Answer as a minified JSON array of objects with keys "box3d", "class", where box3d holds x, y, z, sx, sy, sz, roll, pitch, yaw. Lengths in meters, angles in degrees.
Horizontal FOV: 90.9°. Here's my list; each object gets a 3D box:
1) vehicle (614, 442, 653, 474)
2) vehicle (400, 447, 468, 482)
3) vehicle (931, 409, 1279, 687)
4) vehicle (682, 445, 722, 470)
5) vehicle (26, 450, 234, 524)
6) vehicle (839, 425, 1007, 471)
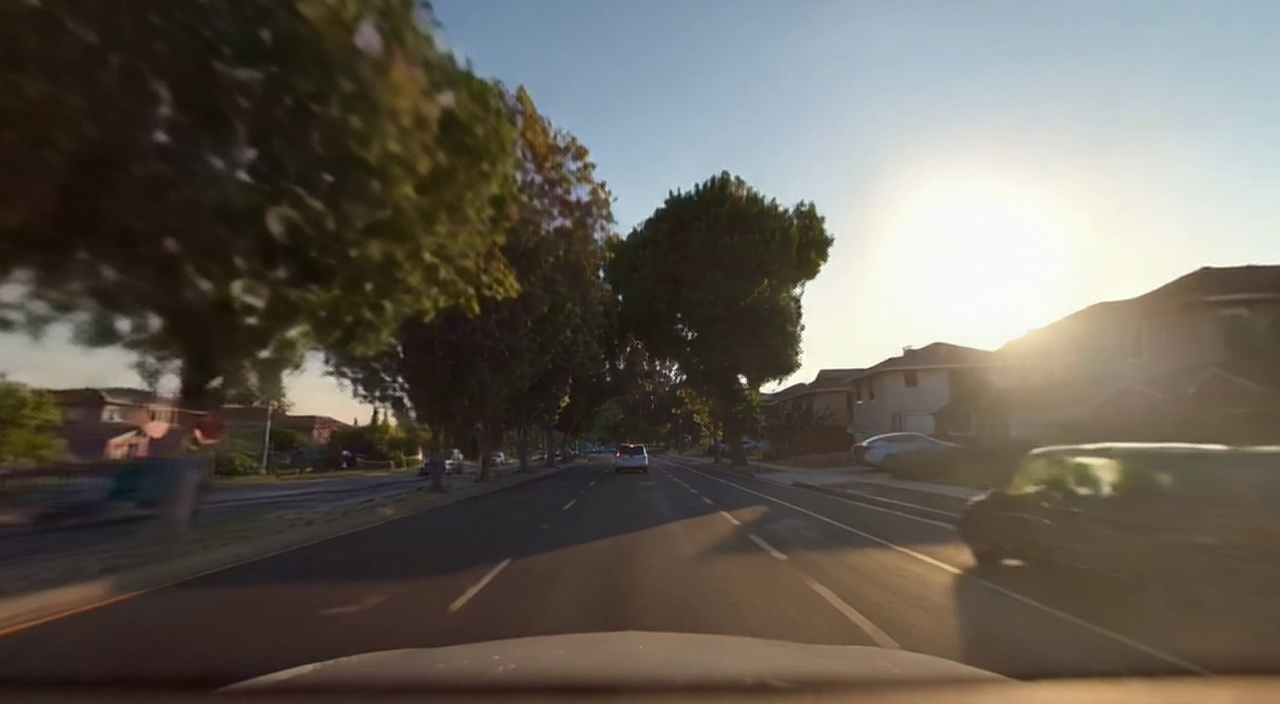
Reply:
[{"box3d":[-0.364,5.797,34.810,2.024,1.655,4.301,0,-8,-1],"class":"vehicle"},{"box3d":[-11.438,6.237,35.353,2.232,1.651,4.777,-3,-8,-1],"class":"vehicle"},{"box3d":[4.554,1.378,5.477,2.020,1.518,4.255,0,-8,0],"class":"vehicle"},{"box3d":[3.937,6.811,40.881,2.045,1.517,4.394,0,-8,-2],"class":"vehicle"},{"box3d":[-14.724,3.858,18.714,2.034,1.810,4.976,-1,-8,-1],"class":"vehicle"},{"box3d":[11.607,3.993,26.227,5.876,1.828,2.268,0,-8,1],"class":"vehicle"}]
